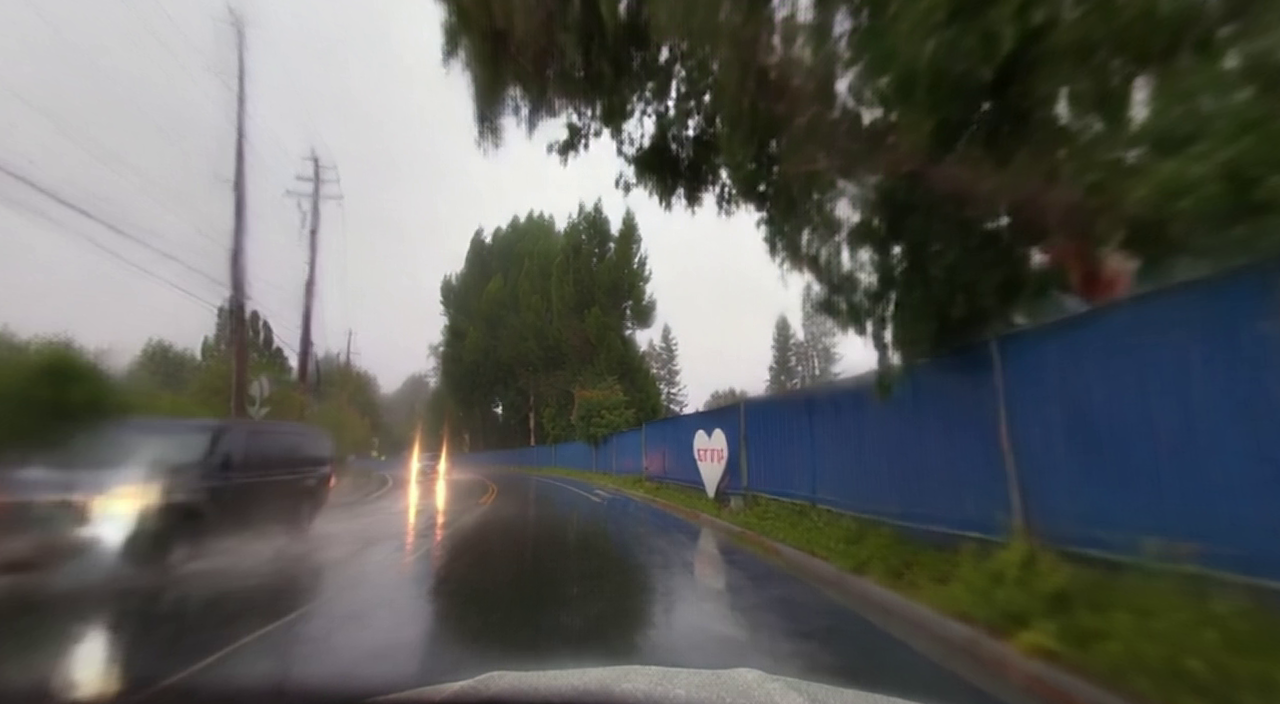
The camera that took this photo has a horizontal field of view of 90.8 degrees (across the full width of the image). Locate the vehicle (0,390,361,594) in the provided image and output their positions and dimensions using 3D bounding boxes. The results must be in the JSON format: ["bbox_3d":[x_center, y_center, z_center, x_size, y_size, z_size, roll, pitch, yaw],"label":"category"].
[{"bbox_3d":[-5.534,1.625,8.103,2.185,1.901,4.177,0,-9,-4],"label":"vehicle"}]

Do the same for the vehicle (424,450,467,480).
[{"bbox_3d":[-10.596,6.106,34.392,2.034,1.479,4.521,3,-9,-17],"label":"vehicle"}]
